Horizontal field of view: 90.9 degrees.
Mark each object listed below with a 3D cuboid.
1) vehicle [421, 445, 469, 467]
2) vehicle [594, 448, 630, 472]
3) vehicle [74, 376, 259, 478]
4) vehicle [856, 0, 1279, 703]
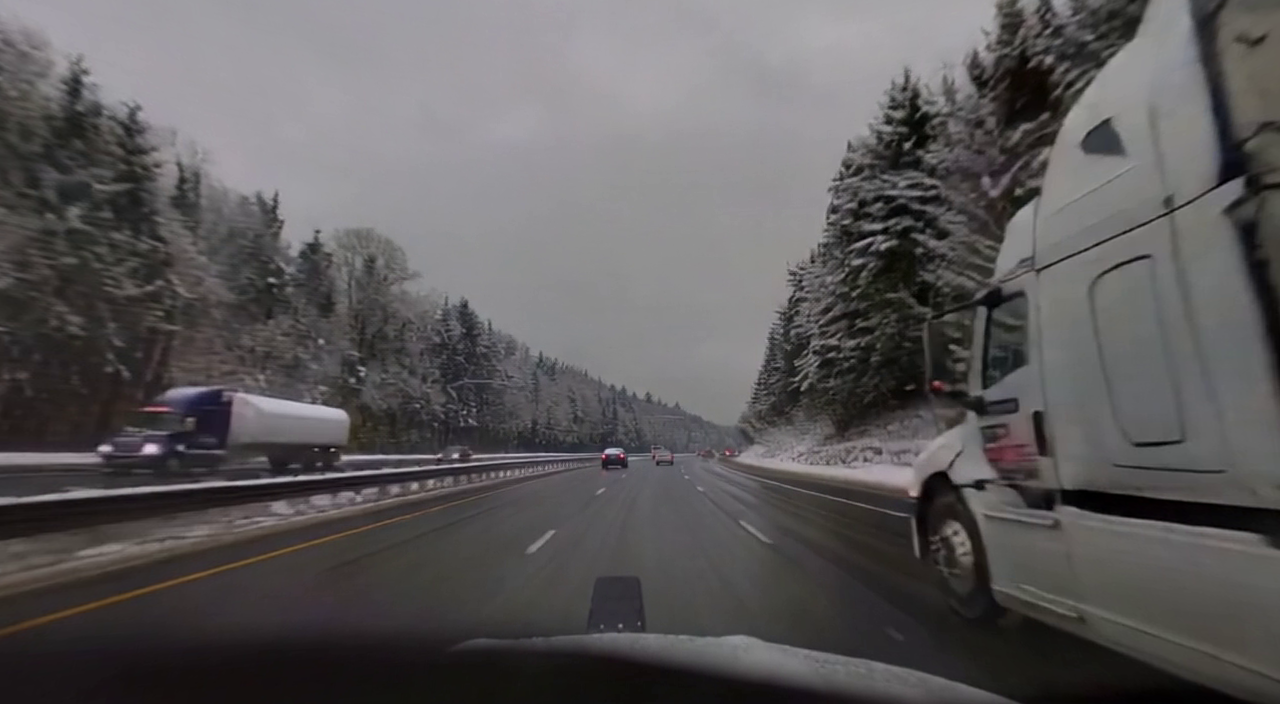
[{"bbox_3d":[-15.121,8.117,49.167,2.129,1.633,4.593,0,-9,2],"label":"vehicle"},{"bbox_3d":[-2.066,8.160,47.778,2.205,1.728,4.397,-1,-9,3],"label":"vehicle"},{"bbox_3d":[-19.557,3.270,26.631,2.925,3.825,5.907,0,-9,1],"label":"vehicle"},{"bbox_3d":[3.888,0.008,3.667,2.984,3.908,5.930,0,-9,-1],"label":"vehicle"}]
